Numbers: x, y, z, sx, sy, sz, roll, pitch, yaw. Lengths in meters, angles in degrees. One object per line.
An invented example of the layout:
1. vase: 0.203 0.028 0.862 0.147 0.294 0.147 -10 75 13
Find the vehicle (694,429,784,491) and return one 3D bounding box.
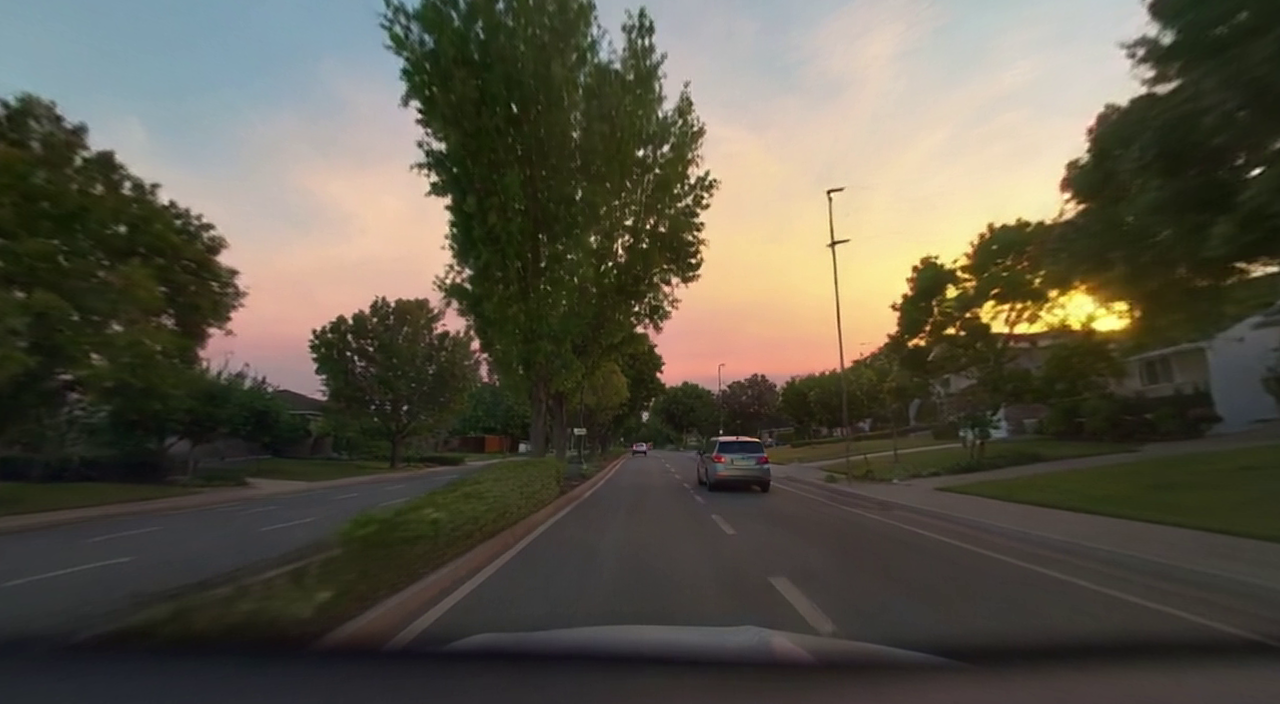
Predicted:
1. vehicle: 3.059 3.466 20.572 2.180 1.773 4.639 0 -8 0
